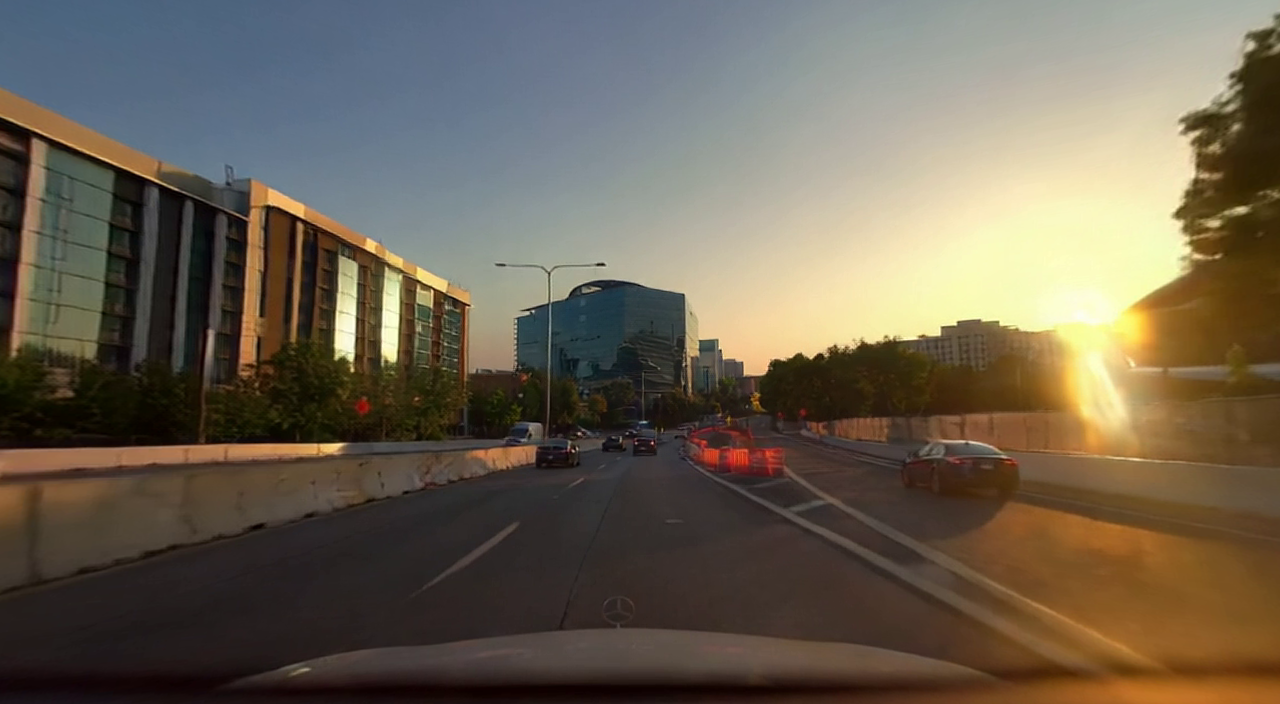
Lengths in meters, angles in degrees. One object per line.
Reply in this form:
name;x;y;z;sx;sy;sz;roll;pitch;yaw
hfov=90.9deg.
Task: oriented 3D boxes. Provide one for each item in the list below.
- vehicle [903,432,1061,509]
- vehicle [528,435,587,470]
vehicle;7.608;2.615;14.474;1.913;1.499;3.581;-1;-8;6
vehicle;-3.453;4.263;27.054;1.848;1.406;4.013;0;-8;2
